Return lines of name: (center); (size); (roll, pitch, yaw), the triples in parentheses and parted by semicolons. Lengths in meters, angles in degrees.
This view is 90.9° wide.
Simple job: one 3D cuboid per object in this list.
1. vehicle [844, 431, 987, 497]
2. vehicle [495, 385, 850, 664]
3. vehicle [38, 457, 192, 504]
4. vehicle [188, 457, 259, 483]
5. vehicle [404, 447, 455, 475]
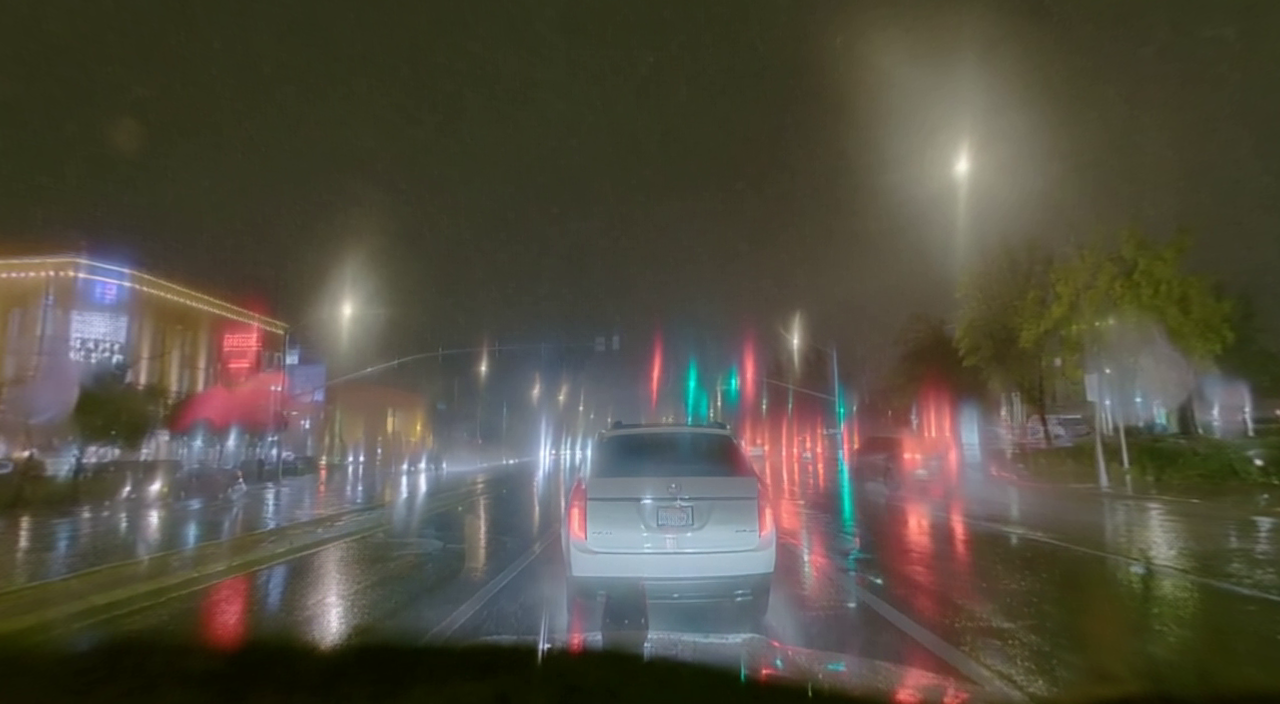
vehicle: (7.050, 2.898, 16.675); (1.900, 1.507, 4.151); (0, -8, 0)
vehicle: (0.197, 1.320, 5.806); (2.125, 1.669, 3.880); (0, -8, 0)
vehicle: (-21.358, 5.215, 25.958); (4.608, 1.659, 1.981); (6, -10, -34)
vehicle: (-27.900, 7.877, 42.376); (1.861, 1.578, 4.152); (0, -8, 1)
vehicle: (-13.650, 7.070, 41.114); (1.965, 1.695, 4.284); (0, -8, -2)
